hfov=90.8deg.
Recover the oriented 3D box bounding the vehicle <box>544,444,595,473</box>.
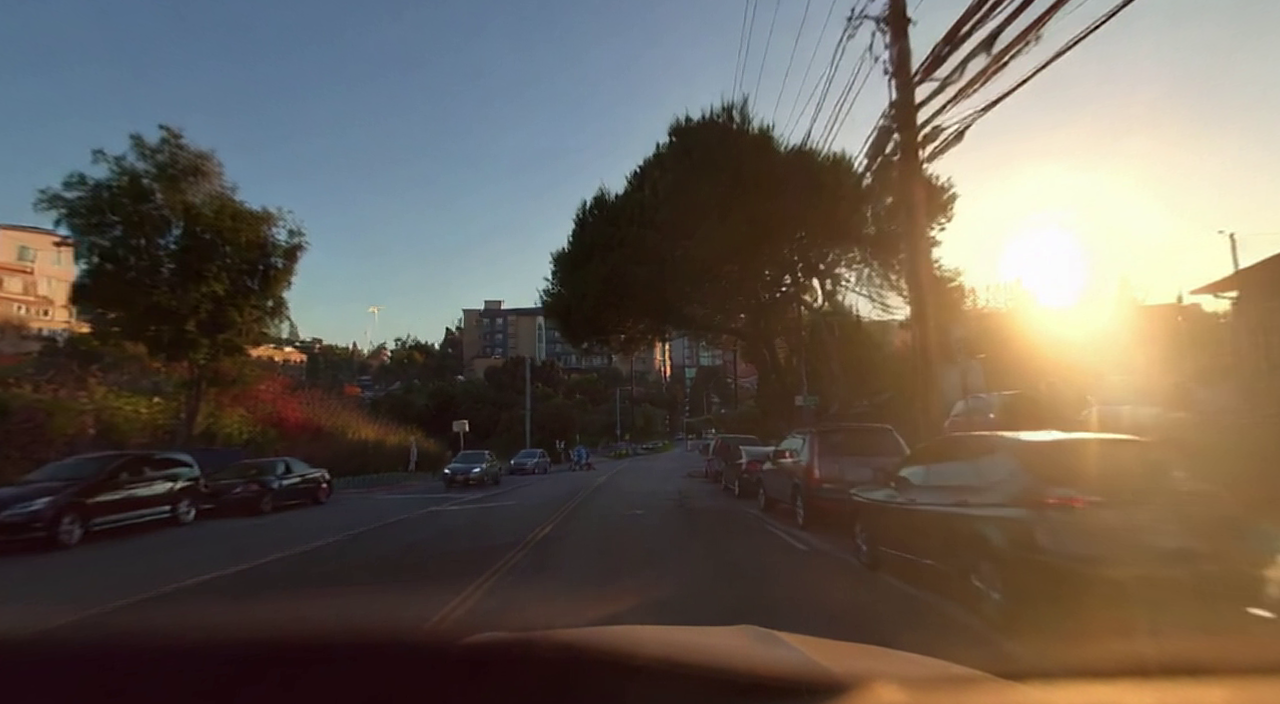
[{"bbox_3d":[-5.305,8.092,48.513,2.319,2.021,5.762,-3,-9,10],"label":"vehicle"}]

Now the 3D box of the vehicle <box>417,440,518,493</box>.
[{"bbox_3d":[-6.296,4.192,23.668,2.081,1.760,4.598,0,-8,6],"label":"vehicle"}]

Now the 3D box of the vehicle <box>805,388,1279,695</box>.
[{"bbox_3d":[3.278,1.354,5.729,2.098,1.624,4.477,0,-9,-4],"label":"vehicle"}]

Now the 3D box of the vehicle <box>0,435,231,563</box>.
[{"bbox_3d":[-11.277,2.808,12.764,2.322,2.037,5.030,-3,-9,5],"label":"vehicle"}]

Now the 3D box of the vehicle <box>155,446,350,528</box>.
[{"bbox_3d":[-10.672,3.696,17.925,2.134,1.775,4.706,-8,-10,8],"label":"vehicle"}]
